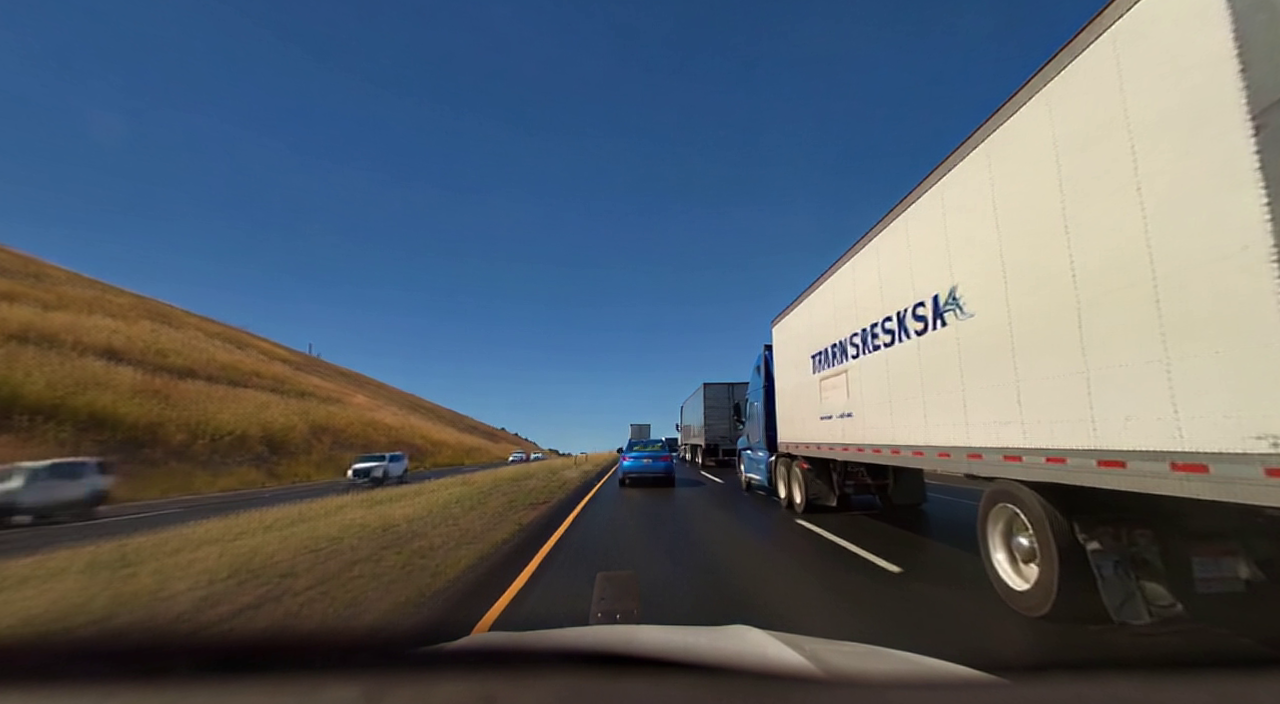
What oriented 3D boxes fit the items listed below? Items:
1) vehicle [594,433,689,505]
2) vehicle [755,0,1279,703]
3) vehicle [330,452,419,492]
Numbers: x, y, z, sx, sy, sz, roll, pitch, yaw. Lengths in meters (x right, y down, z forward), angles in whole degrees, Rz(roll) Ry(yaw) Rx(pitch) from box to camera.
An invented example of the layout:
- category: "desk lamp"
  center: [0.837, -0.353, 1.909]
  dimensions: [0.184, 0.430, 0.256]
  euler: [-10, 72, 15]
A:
- category: "vehicle"
  center: [0.008, 2.785, 15.445]
  dimensions: [2.045, 1.507, 3.763]
  euler: [-1, -8, -1]
- category: "vehicle"
  center: [4.384, 0.041, 6.495]
  dimensions: [3.410, 4.438, 14.410]
  euler: [0, -8, -1]
- category: "vehicle"
  center: [-11.169, 5.040, 26.855]
  dimensions: [1.951, 1.464, 4.370]
  euler: [-1, -8, -1]
